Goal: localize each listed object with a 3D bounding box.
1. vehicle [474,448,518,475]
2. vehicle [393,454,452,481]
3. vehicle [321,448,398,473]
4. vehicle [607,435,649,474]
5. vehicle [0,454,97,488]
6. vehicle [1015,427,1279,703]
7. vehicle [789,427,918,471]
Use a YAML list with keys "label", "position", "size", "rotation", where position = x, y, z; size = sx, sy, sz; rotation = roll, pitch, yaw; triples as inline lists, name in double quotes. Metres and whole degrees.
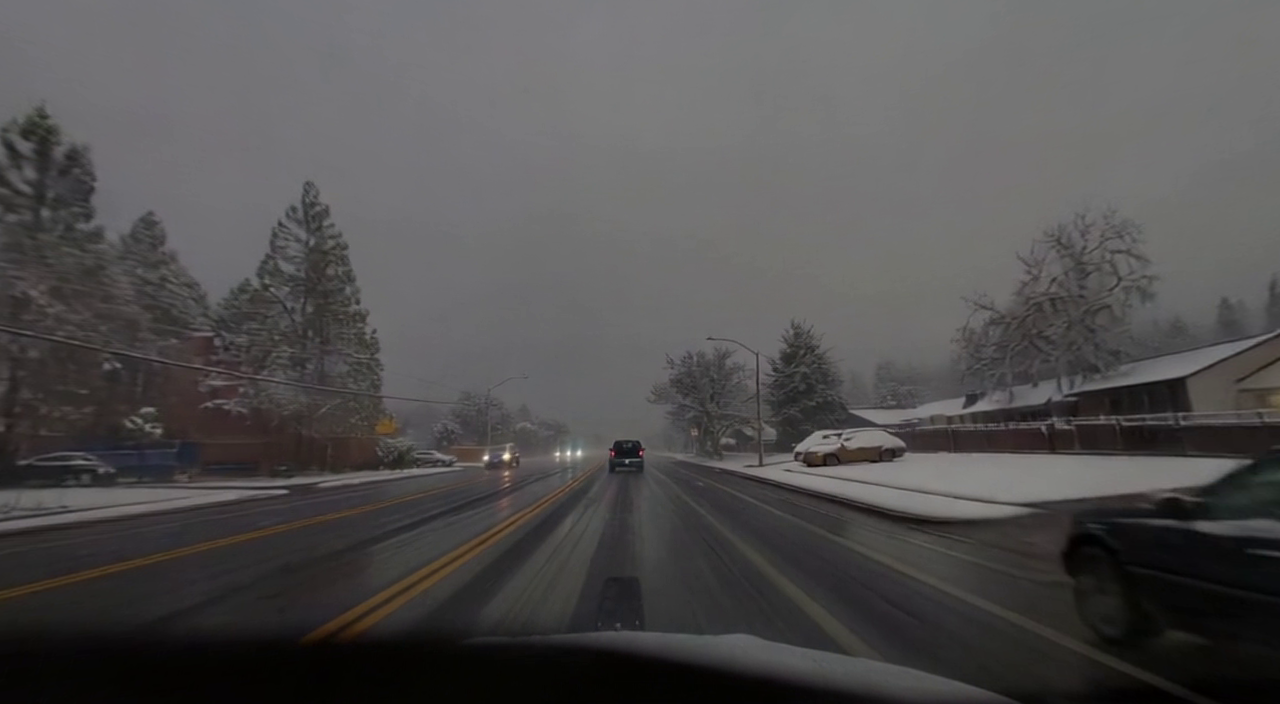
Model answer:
- label: "vehicle"
  position: [-8.735, 6.659, 38.506]
  size: [1.791, 1.514, 3.702]
  rotation: [0, -8, 0]
- label: "vehicle"
  position: [-13.488, 7.152, 39.444]
  size: [1.950, 1.530, 4.856]
  rotation: [0, -8, 0]
- label: "vehicle"
  position: [-20.213, 7.835, 45.701]
  size: [4.627, 1.720, 1.983]
  rotation: [0, -9, -5]
- label: "vehicle"
  position: [-0.607, 5.608, 34.807]
  size: [2.153, 1.942, 4.767]
  rotation: [0, -8, 0]
- label: "vehicle"
  position: [-27.571, 5.313, 28.354]
  size: [4.428, 1.450, 2.173]
  rotation: [0, -8, 2]
- label: "vehicle"
  position: [4.317, 1.082, 2.914]
  size: [2.001, 1.480, 5.022]
  rotation: [0, -8, -1]
- label: "vehicle"
  position: [10.475, 4.761, 31.275]
  size: [5.526, 1.849, 2.213]
  rotation: [-2, -6, -2]
